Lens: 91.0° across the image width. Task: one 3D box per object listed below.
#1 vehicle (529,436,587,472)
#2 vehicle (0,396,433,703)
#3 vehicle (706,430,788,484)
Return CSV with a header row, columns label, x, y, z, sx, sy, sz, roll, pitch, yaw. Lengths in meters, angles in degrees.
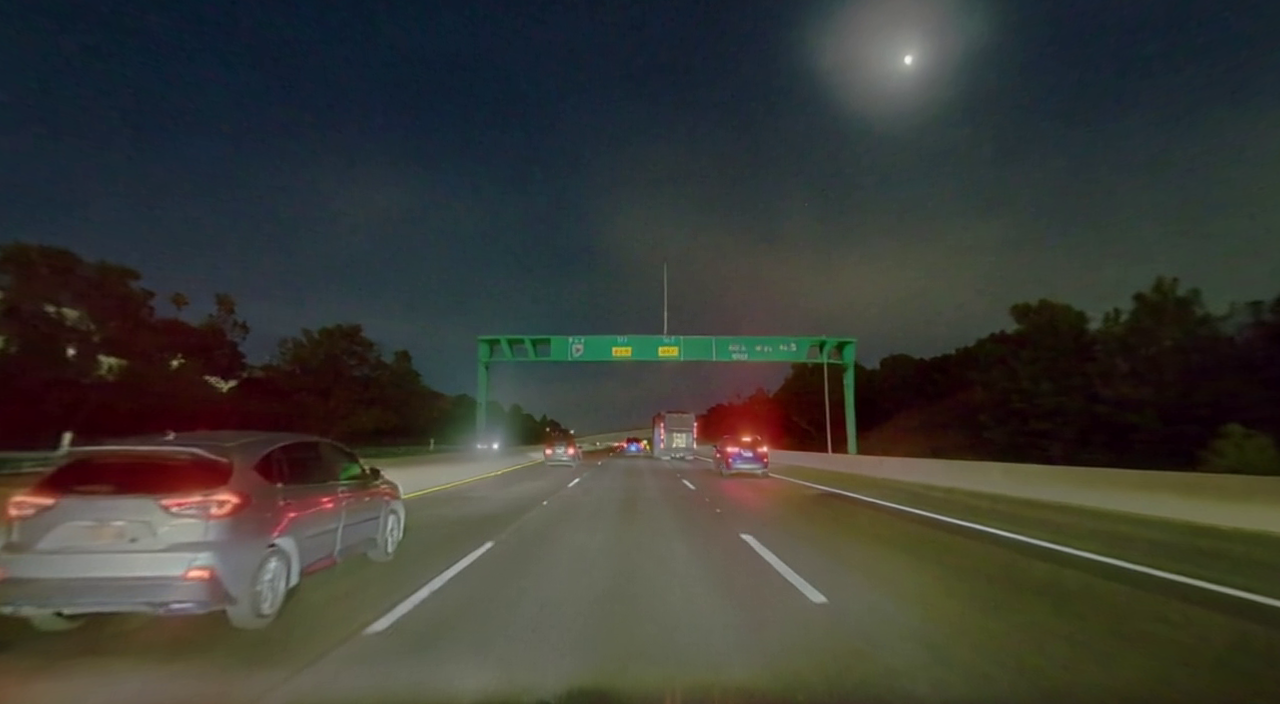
label,x,y,z,sx,sy,sz,roll,pitch,yaw
vehicle,-3.581,4.537,28.308,2.064,1.479,4.370,0,-8,-1
vehicle,-3.512,1.276,5.164,2.122,1.486,4.532,0,-8,0
vehicle,3.552,3.562,21.626,2.001,1.625,4.088,0,-8,-1
